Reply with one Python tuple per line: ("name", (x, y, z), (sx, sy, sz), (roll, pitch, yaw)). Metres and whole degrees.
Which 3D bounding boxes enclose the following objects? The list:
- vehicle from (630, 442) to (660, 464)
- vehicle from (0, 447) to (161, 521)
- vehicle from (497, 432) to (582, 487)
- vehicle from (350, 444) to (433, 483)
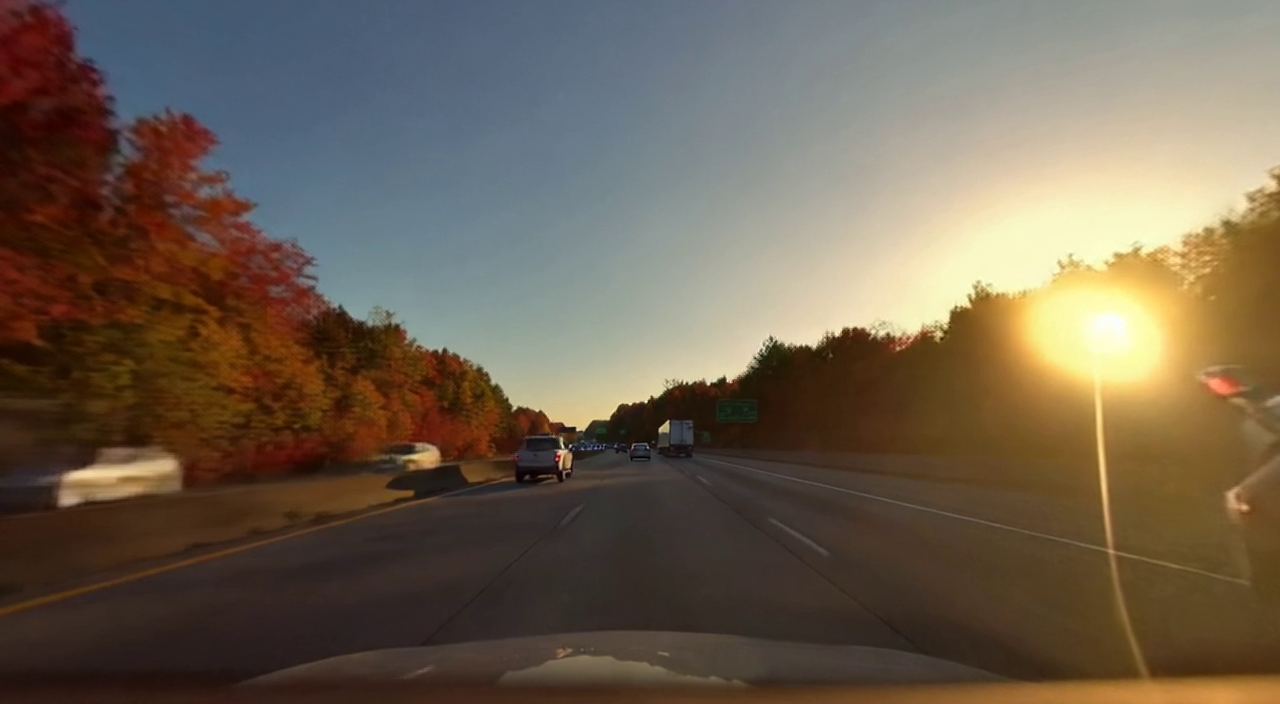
("vehicle", (0.372, 7.399, 46.256), (2.152, 1.484, 4.211), (0, -8, 1))
("vehicle", (-14.273, 3.090, 15.349), (1.843, 1.525, 4.112), (0, -8, 1))
("vehicle", (-3.339, 3.679, 21.870), (2.077, 1.669, 4.739), (0, -8, 1))
("vehicle", (-10.279, 4.608, 26.316), (1.854, 1.476, 3.864), (0, -8, 1))
